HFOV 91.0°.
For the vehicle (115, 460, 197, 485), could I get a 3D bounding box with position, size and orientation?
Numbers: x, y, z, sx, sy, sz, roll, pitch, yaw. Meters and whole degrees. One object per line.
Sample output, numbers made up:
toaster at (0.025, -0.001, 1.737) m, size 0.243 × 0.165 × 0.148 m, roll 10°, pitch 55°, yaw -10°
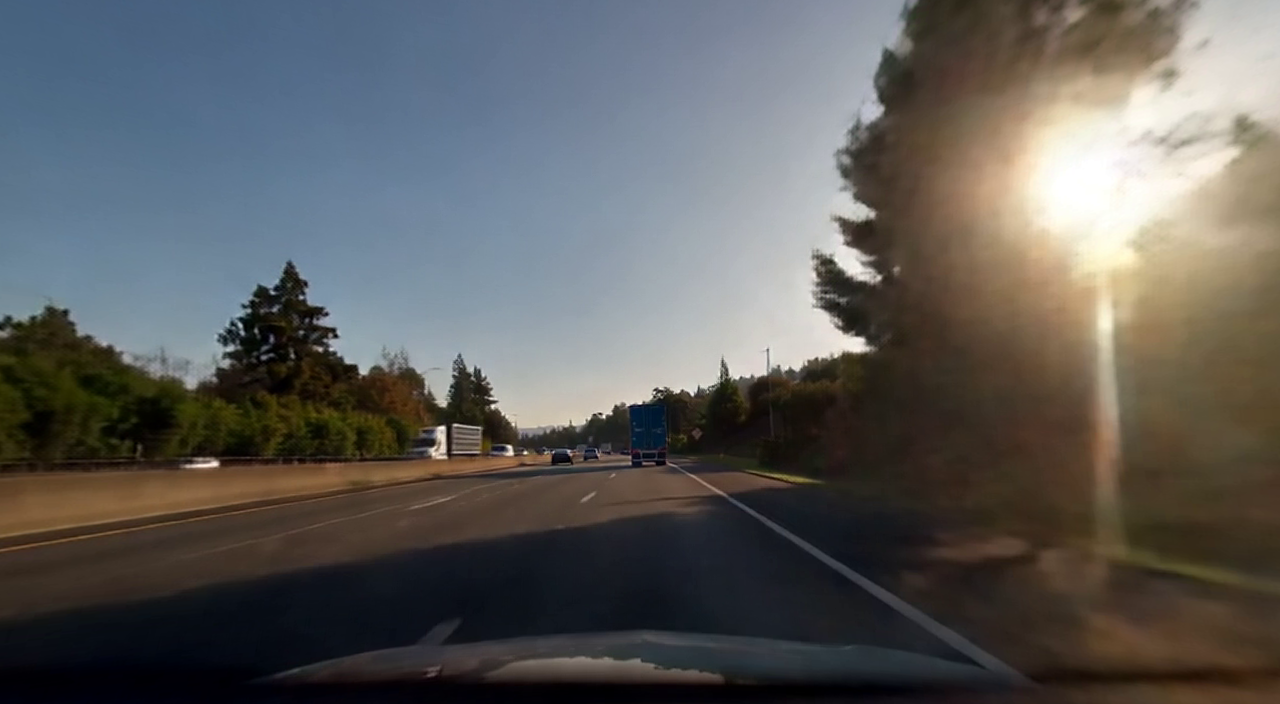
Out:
vehicle at (-35.484, 8.816, 46.374) m, size 1.871 × 1.622 × 4.890 m, roll 0°, pitch -9°, yaw 5°
